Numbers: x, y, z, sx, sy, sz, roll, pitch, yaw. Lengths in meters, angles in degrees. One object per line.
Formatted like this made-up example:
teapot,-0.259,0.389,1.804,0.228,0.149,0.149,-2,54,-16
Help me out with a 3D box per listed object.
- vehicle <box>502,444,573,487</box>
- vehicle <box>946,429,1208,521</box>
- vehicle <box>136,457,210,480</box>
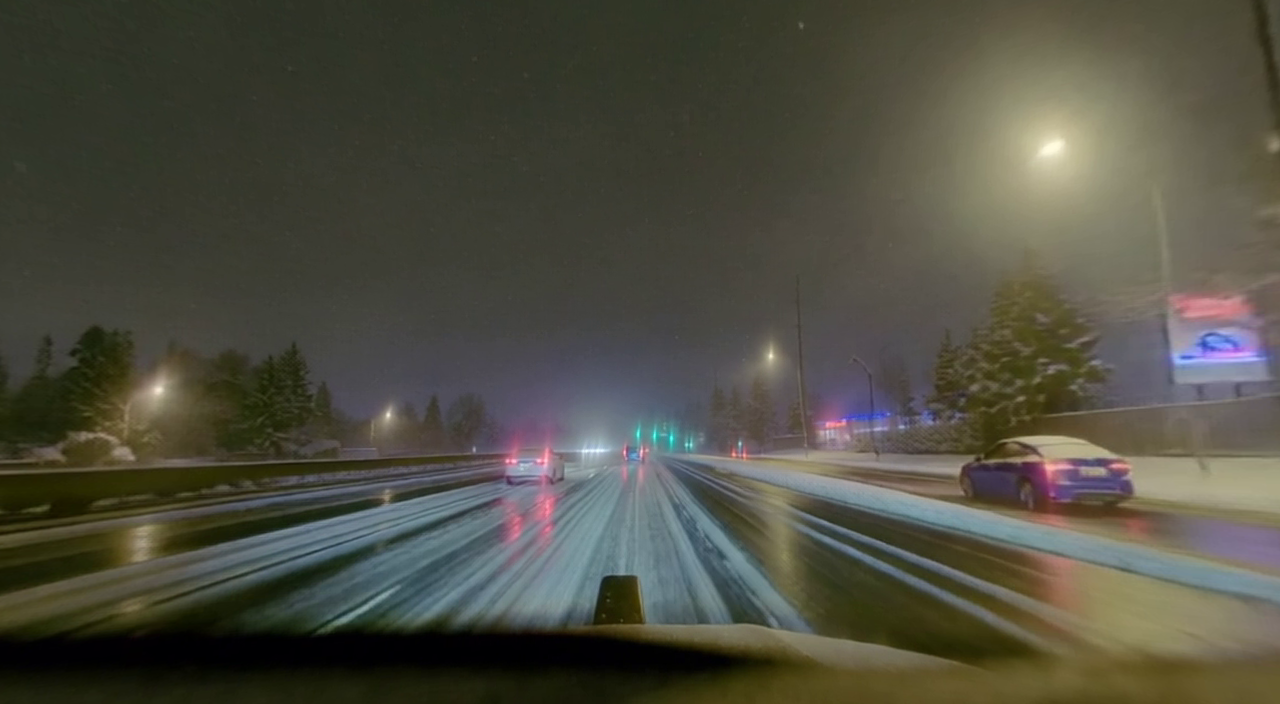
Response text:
vehicle,-4.019,4.536,25.447,2.071,1.553,4.388,0,-9,1
vehicle,8.900,2.557,13.673,2.035,1.566,5.409,0,-9,3
vehicle,-36.292,9.063,49.123,1.951,1.658,4.862,0,-9,2
